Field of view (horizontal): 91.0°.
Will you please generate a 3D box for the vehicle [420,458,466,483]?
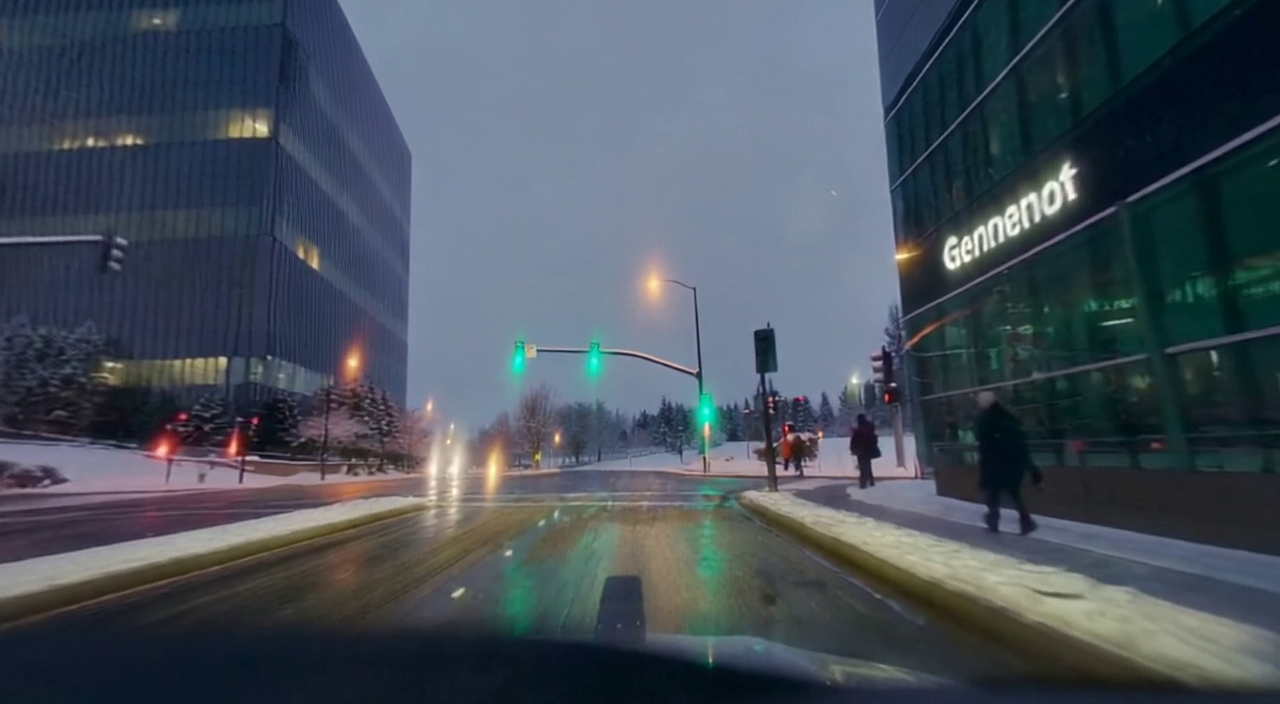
[{"bbox_3d":[-12.905,7.792,41.512,1.906,1.502,4.396,1,-9,-5],"label":"vehicle"}]
